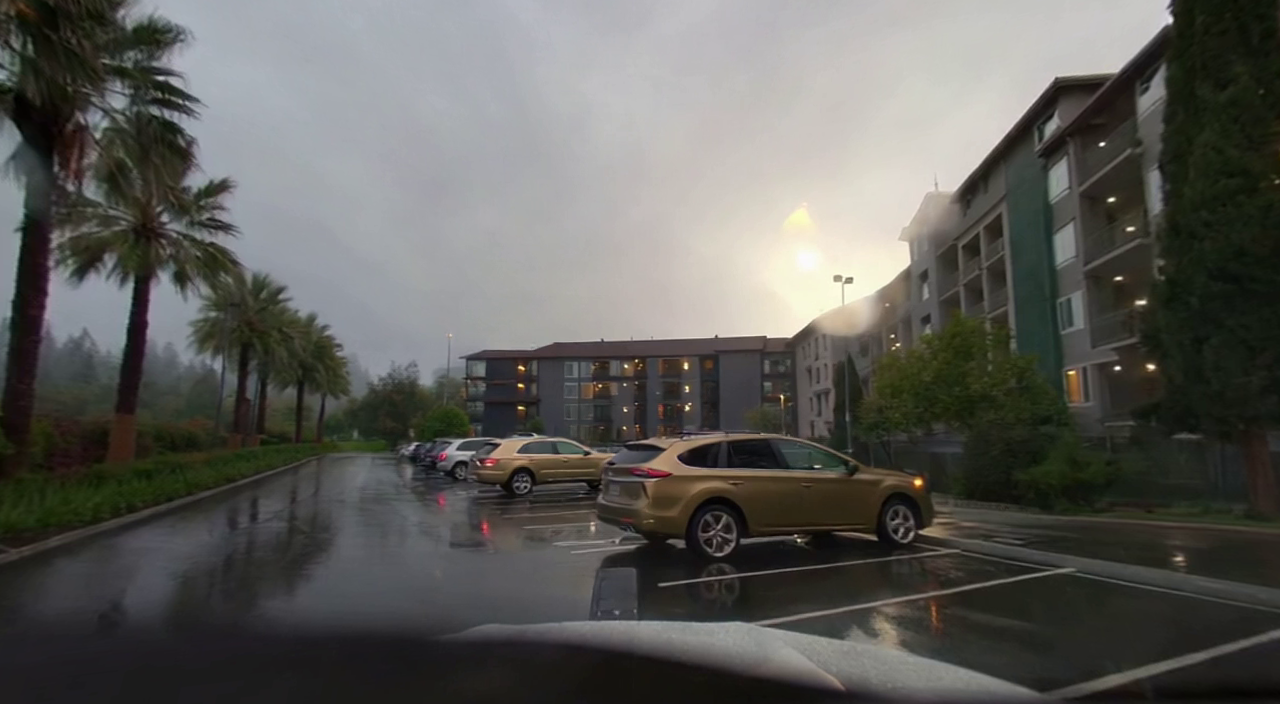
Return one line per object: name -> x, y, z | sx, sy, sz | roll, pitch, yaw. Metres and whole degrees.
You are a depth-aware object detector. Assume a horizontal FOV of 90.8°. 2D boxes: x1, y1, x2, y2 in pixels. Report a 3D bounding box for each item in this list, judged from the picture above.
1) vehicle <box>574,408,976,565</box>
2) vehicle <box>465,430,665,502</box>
vehicle -> 1.767, 1.787, 8.103 | 4.803, 1.520, 1.894 | 7, -16, -26
vehicle -> -2.133, 3.249, 18.450 | 5.381, 1.826, 2.047 | 4, -10, -27
